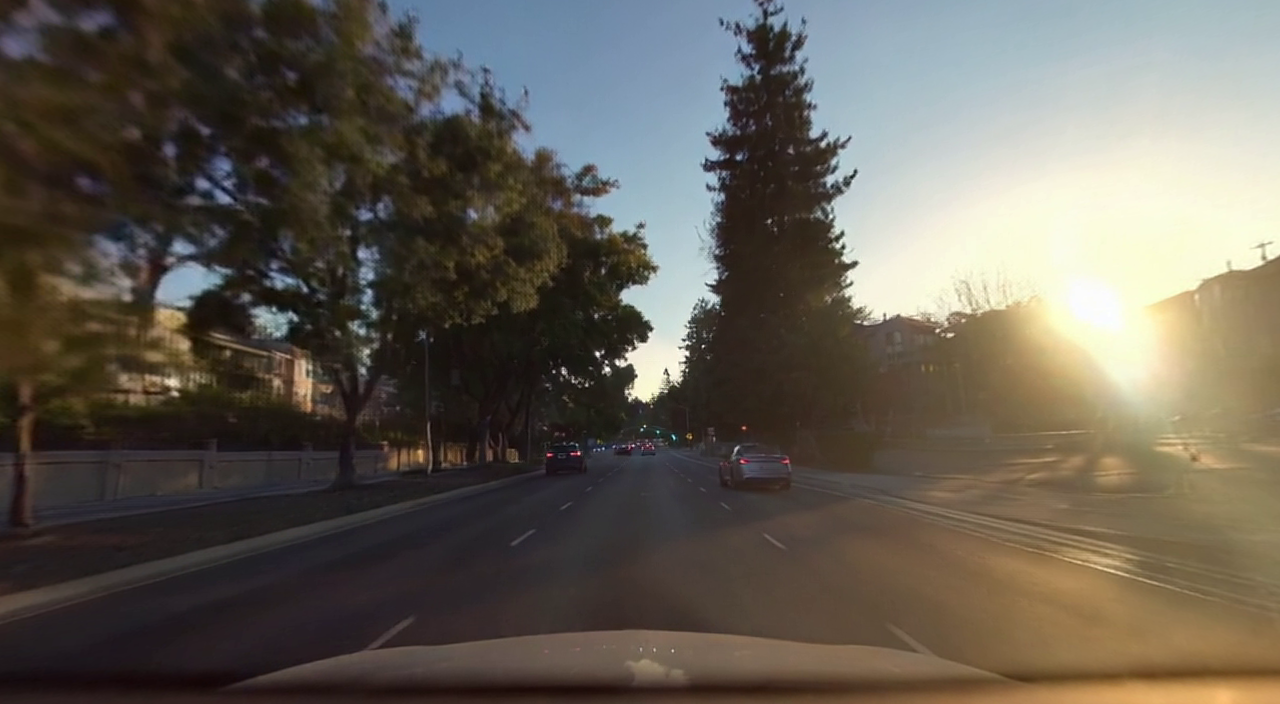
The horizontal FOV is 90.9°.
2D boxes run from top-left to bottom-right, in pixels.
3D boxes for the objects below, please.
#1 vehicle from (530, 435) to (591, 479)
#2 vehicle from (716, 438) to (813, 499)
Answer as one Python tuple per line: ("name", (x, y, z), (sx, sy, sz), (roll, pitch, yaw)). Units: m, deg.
("vehicle", (-3.563, 4.812, 29.093), (2.216, 1.828, 4.886), (0, -8, -1))
("vehicle", (3.449, 3.309, 18.325), (1.945, 1.530, 4.320), (0, -8, 0))
